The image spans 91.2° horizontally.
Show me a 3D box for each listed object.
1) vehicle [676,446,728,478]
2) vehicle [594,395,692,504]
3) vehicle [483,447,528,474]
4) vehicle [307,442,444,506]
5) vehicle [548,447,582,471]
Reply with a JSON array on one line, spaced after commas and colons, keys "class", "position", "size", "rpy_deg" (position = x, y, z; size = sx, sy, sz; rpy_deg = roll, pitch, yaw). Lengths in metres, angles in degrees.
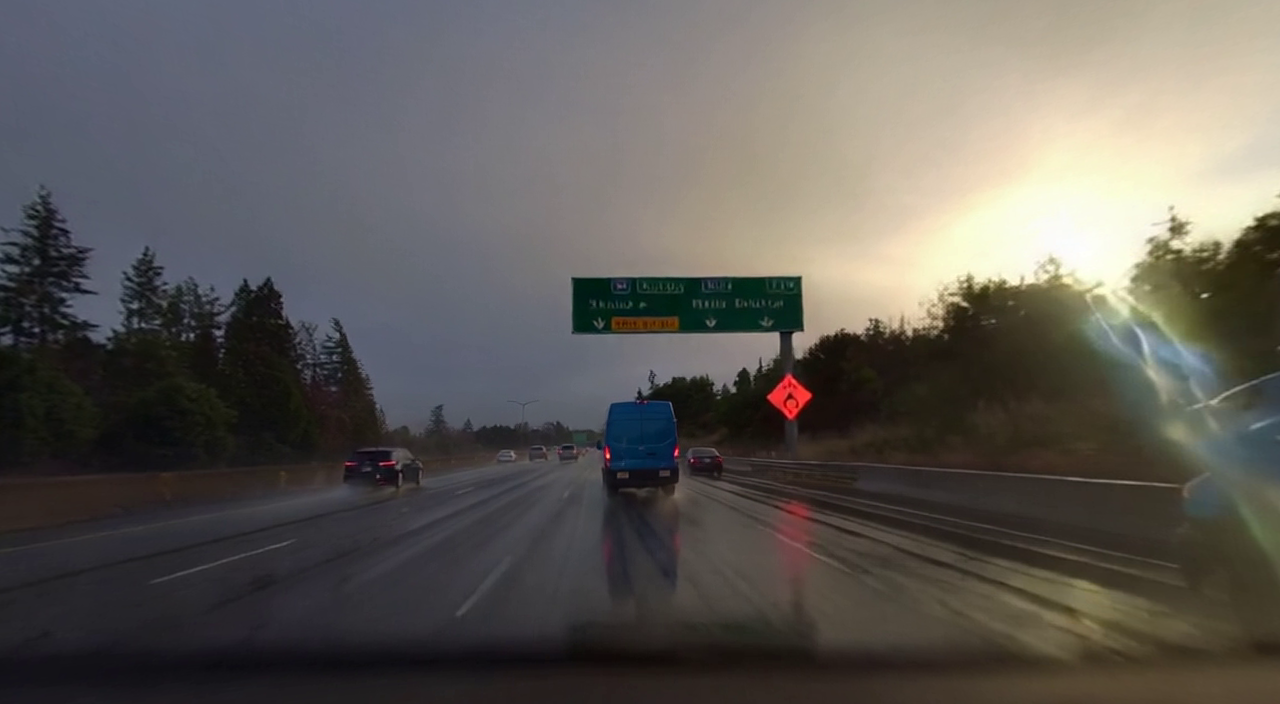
[{"class": "vehicle", "position": [3.055, 5.548, 31.997], "size": [2.015, 1.491, 4.732], "rpy_deg": [0, -9, -2]}, {"class": "vehicle", "position": [-0.109, 2.680, 17.370], "size": [2.268, 2.551, 5.144], "rpy_deg": [0, -9, -4]}, {"class": "vehicle", "position": [-8.070, 6.552, 37.940], "size": [2.026, 1.506, 4.102], "rpy_deg": [0, -9, -4]}, {"class": "vehicle", "position": [-7.115, 3.301, 17.427], "size": [2.003, 1.498, 4.386], "rpy_deg": [0, -9, -2]}, {"class": "vehicle", "position": [-4.980, 7.148, 42.083], "size": [2.002, 1.536, 4.021], "rpy_deg": [0, -9, -4]}]
